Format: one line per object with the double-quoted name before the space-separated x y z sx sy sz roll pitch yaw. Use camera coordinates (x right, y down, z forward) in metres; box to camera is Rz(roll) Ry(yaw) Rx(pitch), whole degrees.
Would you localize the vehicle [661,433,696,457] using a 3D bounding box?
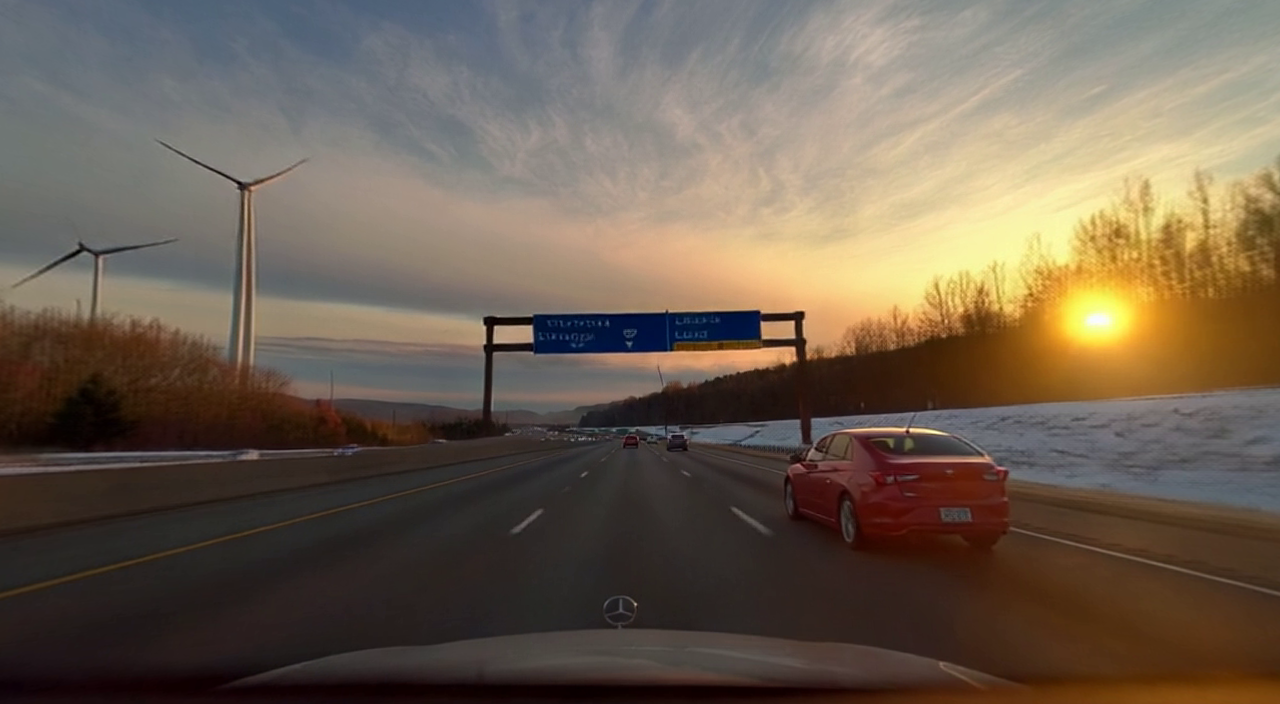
"vehicle" 2.615 6.466 43.915 2.041 1.551 3.974 0 -8 -3
